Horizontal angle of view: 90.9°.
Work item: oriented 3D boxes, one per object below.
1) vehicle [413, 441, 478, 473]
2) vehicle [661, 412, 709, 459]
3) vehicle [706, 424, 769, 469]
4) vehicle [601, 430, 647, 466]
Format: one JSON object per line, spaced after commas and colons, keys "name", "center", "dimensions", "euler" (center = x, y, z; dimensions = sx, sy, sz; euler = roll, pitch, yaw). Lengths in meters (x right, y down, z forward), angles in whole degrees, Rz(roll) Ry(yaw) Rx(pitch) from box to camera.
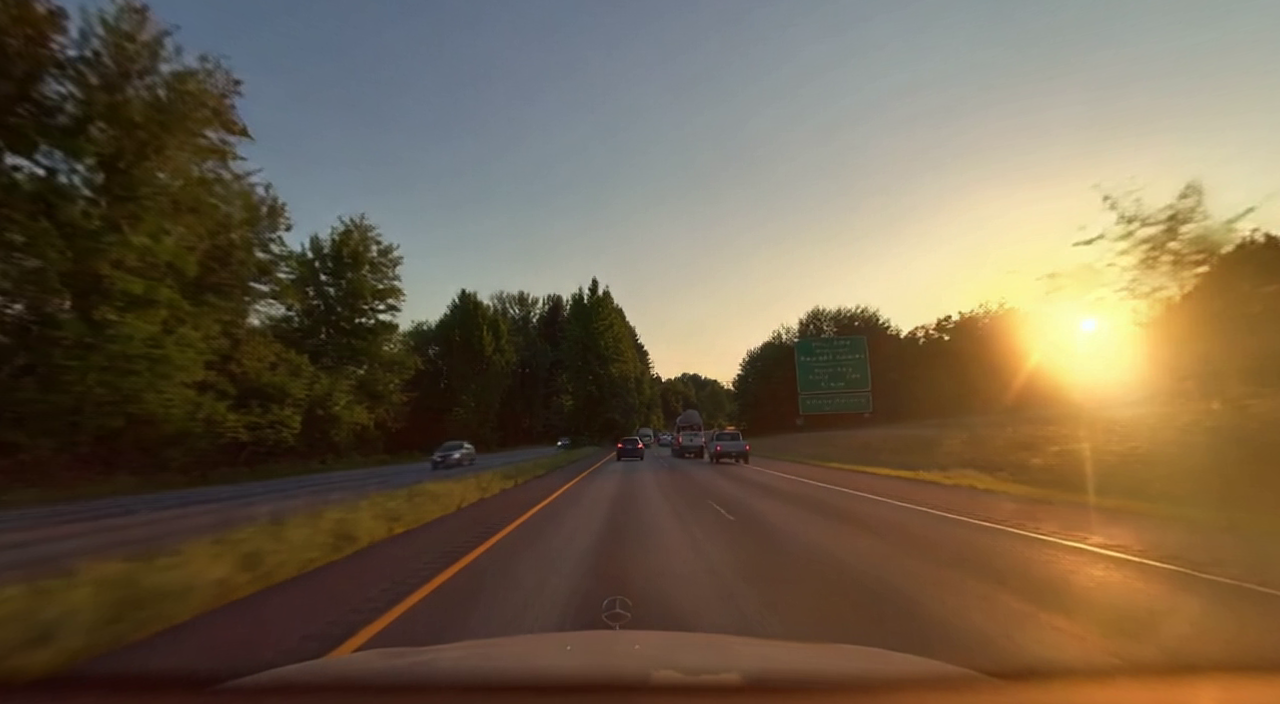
{"name": "vehicle", "center": [-9.636, 5.208, 31.620], "dimensions": [1.874, 1.441, 4.450], "euler": [0, -8, 0]}
{"name": "vehicle", "center": [3.098, 6.001, 45.266], "dimensions": [2.728, 3.053, 7.708], "euler": [0, -8, -1]}
{"name": "vehicle", "center": [4.354, 4.294, 28.911], "dimensions": [2.073, 1.905, 4.023], "euler": [0, -8, -3]}
{"name": "vehicle", "center": [-0.795, 4.827, 32.031], "dimensions": [2.206, 1.681, 4.111], "euler": [0, -8, -1]}
